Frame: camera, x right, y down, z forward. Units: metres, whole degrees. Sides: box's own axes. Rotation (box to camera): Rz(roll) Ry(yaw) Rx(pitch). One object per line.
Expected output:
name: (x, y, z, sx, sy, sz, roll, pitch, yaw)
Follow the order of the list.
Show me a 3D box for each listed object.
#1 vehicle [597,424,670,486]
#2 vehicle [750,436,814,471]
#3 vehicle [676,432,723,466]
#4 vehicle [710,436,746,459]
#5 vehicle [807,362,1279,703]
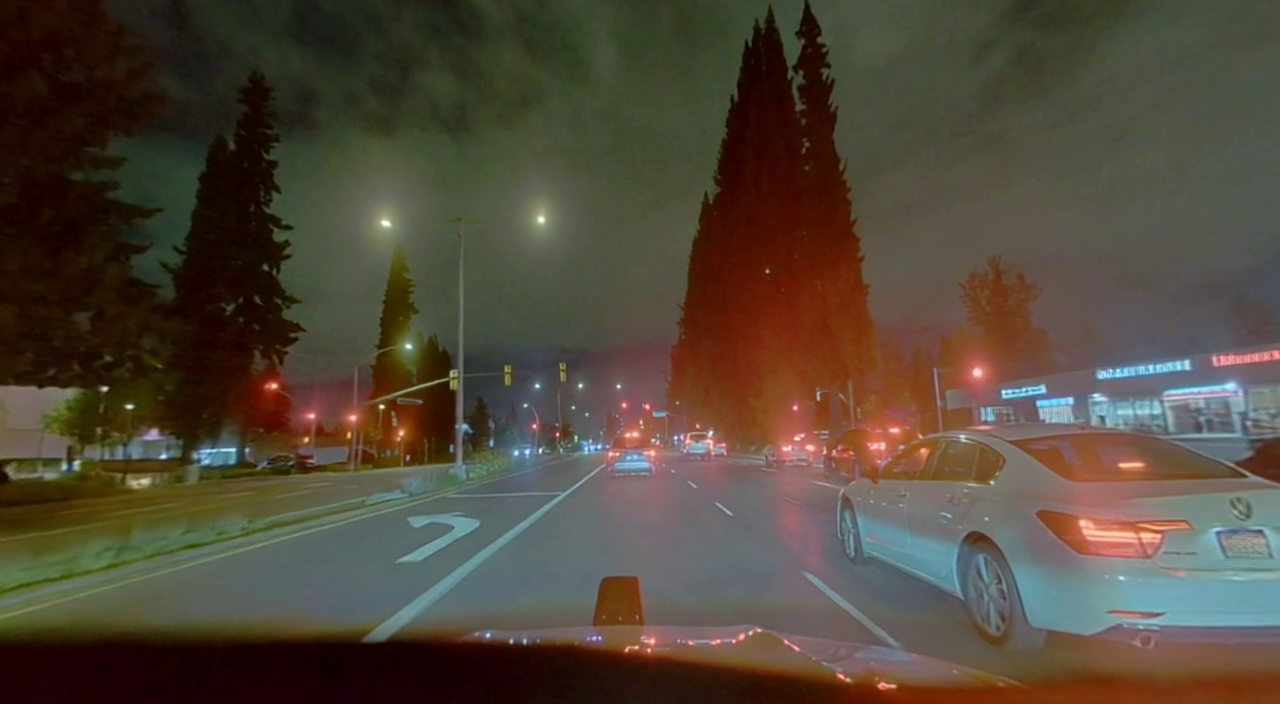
vehicle: (-0.238, 3.319, 20.538, 2.106, 1.798, 4.168, 0, -9, -1)
vehicle: (6.426, 4.637, 29.028, 1.883, 1.452, 4.258, 0, -9, -1)
vehicle: (3.140, 5.282, 34.412, 2.000, 1.745, 4.206, 0, -9, -2)
vehicle: (6.709, 7.342, 48.554, 2.037, 1.628, 3.770, 0, -9, -2)
vehicle: (3.095, 1.200, 5.126, 2.153, 1.658, 4.485, 0, -9, -1)
